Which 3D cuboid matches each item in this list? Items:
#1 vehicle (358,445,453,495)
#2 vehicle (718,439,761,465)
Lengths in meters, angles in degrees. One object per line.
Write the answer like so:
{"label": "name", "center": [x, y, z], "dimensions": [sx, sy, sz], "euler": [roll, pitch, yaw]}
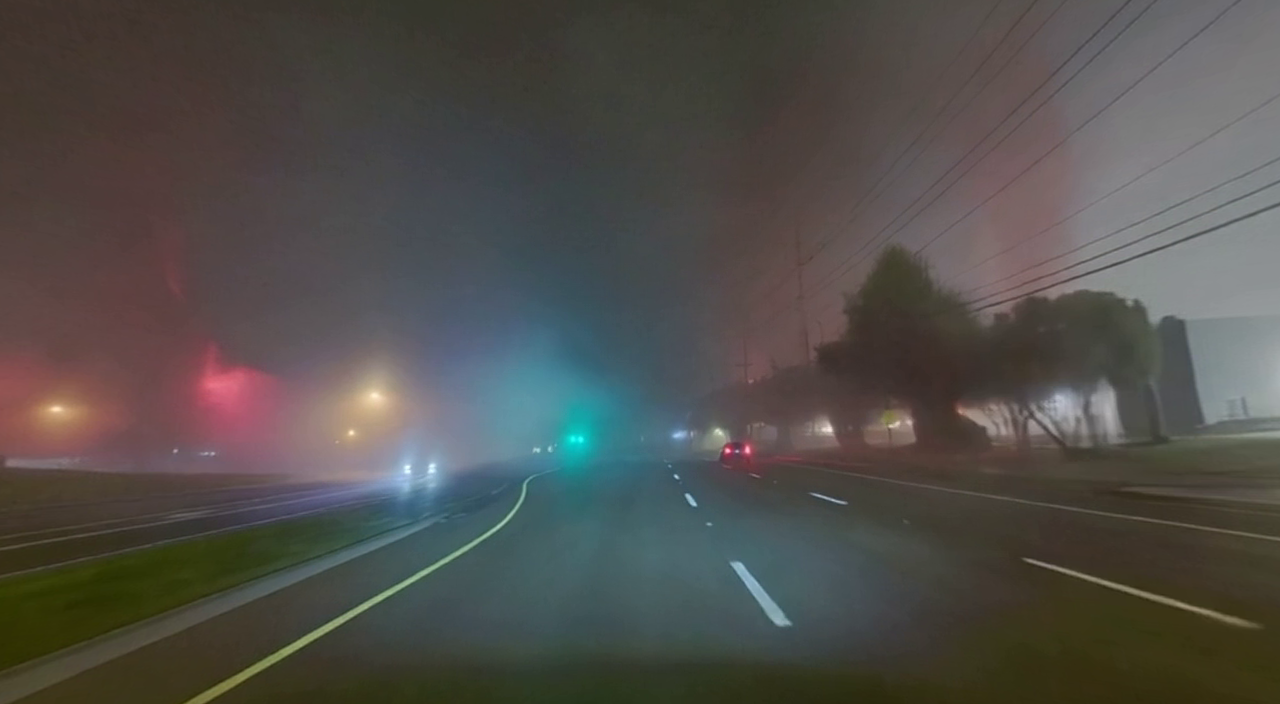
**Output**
{"label": "vehicle", "center": [-9.435, 4.752, 25.780], "dimensions": [2.041, 1.829, 4.797], "euler": [-1, -9, 0]}
{"label": "vehicle", "center": [5.909, 5.988, 37.807], "dimensions": [1.908, 1.476, 3.880], "euler": [0, -9, 0]}
